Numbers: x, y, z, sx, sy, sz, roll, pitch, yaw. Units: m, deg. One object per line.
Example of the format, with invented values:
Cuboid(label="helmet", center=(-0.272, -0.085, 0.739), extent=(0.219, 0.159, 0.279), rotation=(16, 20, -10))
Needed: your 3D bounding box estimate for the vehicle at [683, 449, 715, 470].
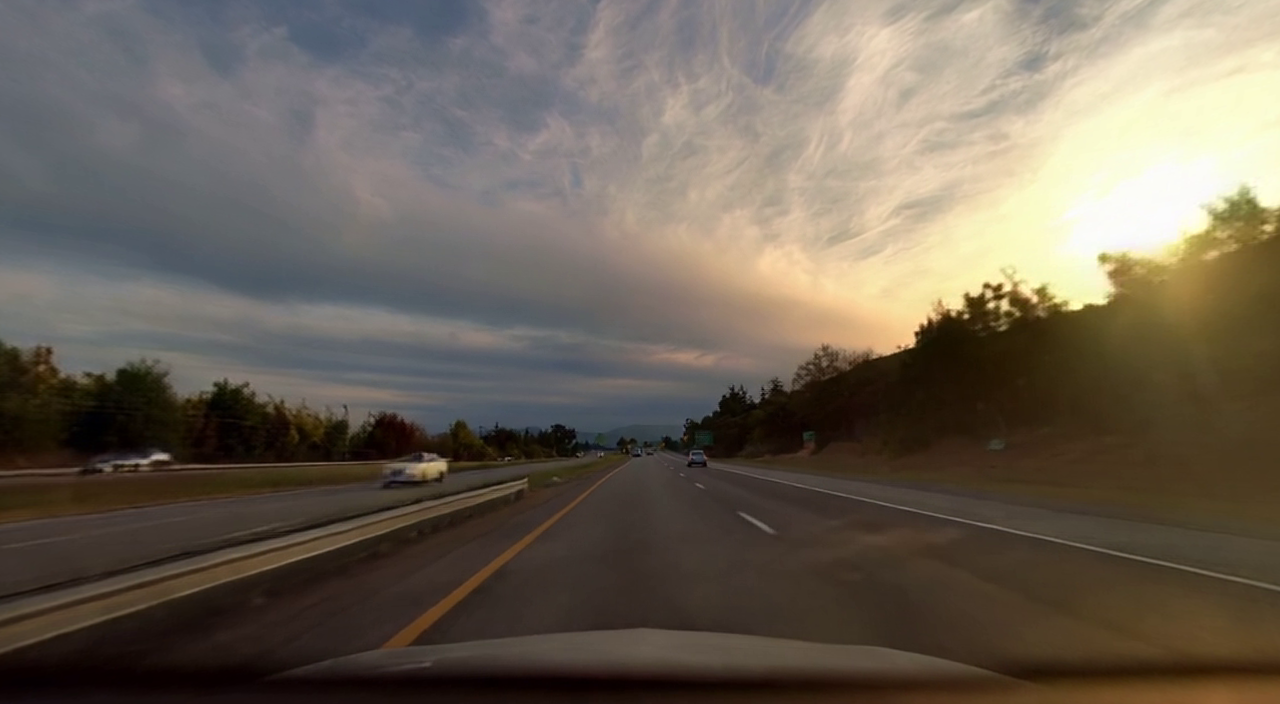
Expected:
Cuboid(label="vehicle", center=(4.371, 8.031, 47.138), extent=(1.984, 1.481, 4.376), rotation=(0, -9, 0))

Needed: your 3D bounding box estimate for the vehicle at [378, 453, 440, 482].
Cuboid(label="vehicle", center=(-12.949, 6.488, 35.590), extent=(1.873, 1.510, 4.063), rotation=(0, -9, 1))
